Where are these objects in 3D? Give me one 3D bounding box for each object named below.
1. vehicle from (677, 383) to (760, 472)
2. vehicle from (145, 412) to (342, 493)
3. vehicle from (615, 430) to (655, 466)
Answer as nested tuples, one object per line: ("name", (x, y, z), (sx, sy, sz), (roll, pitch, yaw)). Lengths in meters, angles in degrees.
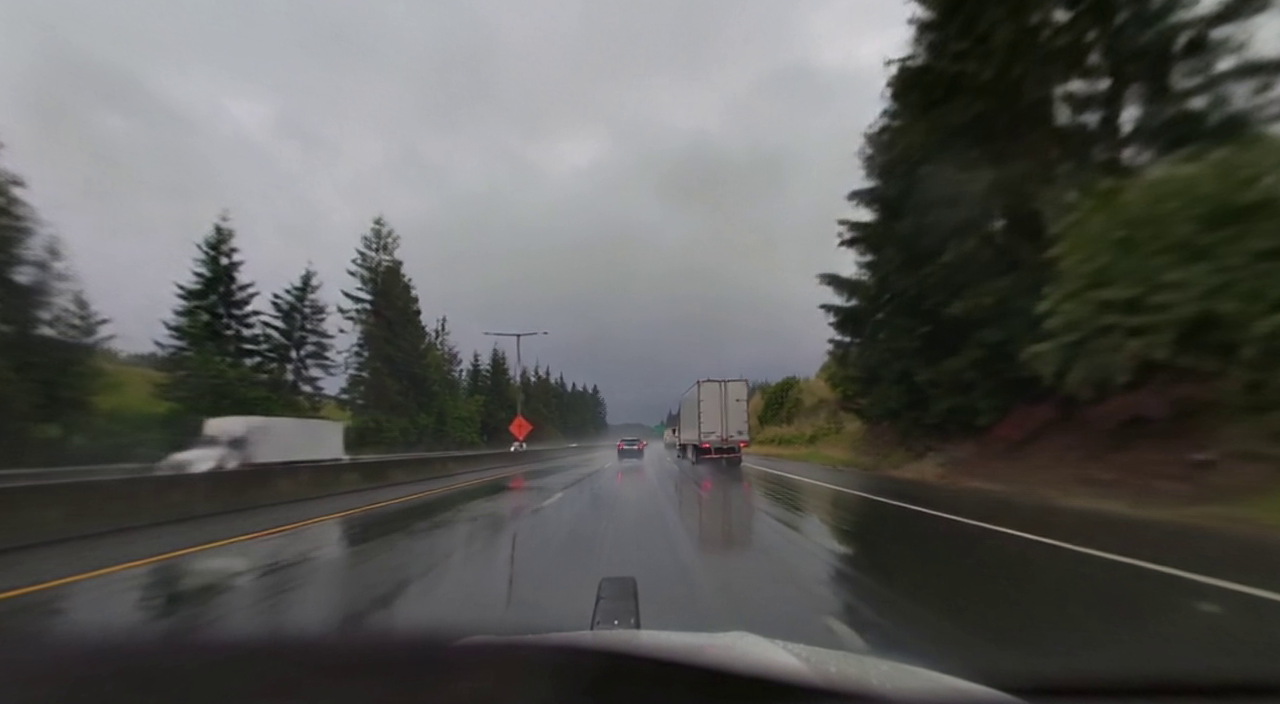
("vehicle", (4.074, 4.535, 36.596), (3.005, 4.121, 14.417), (0, -8, 0))
("vehicle", (-16.330, 4.224, 26.970), (2.976, 2.894, 8.084), (-1, -8, 2))
("vehicle", (-0.222, 5.657, 37.210), (2.211, 1.933, 4.315), (-1, -8, 1))
